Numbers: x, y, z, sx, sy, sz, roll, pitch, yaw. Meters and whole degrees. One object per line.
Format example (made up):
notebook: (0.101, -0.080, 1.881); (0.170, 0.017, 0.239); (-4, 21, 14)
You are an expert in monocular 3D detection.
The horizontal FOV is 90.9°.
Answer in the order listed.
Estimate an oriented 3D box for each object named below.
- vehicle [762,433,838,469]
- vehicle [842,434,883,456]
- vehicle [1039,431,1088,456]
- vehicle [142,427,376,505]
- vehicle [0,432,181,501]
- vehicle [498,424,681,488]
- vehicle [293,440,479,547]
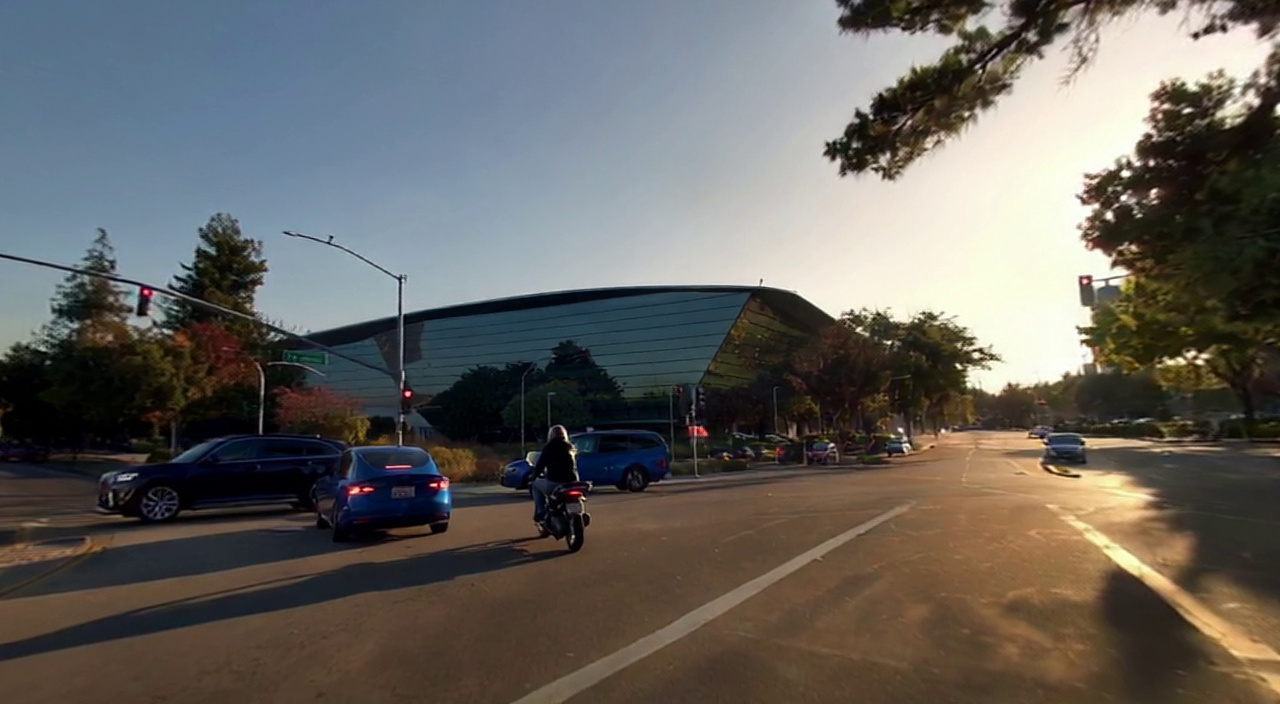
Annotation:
vehicle: (8.100, 4.912, 31.621); (2.084, 1.656, 4.583); (-6, -10, 35)
vehicle: (16.356, 6.836, 46.320); (2.024, 1.543, 4.028); (-5, -9, 30)
vehicle: (26.266, 5.681, 39.251); (1.872, 1.467, 4.385); (-4, -9, 26)
vehicle: (-9.330, 2.812, 15.755); (4.583, 1.755, 1.936); (-1, -8, 2)
vehicle: (-15.599, 3.129, 17.465); (4.380, 1.727, 2.052); (-2, -8, 10)
vehicle: (-1.700, 3.545, 21.879); (5.833, 1.960, 2.341); (4, -9, -27)
vehicle: (-4.595, 2.288, 11.034); (2.009, 1.450, 4.182); (5, -10, -35)
